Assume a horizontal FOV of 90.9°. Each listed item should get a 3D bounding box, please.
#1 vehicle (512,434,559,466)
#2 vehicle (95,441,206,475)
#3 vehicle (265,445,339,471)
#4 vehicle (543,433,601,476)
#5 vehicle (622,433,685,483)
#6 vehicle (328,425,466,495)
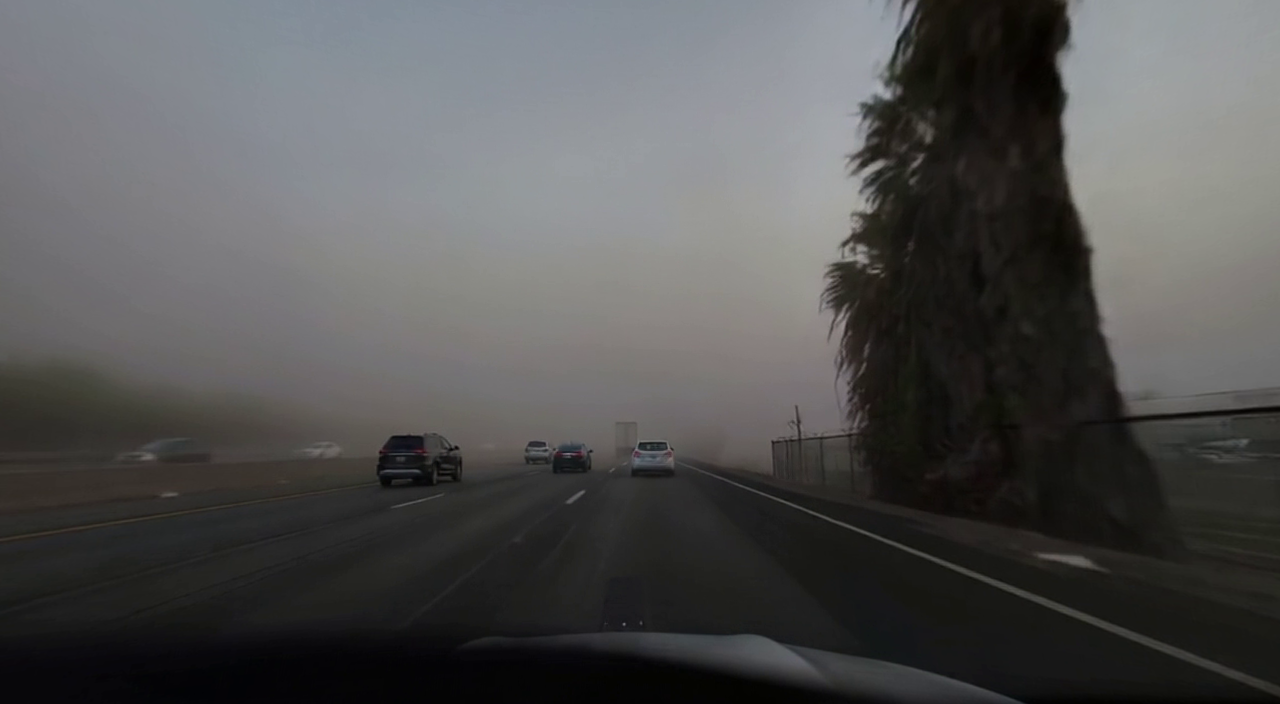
[{"bbox_3d":[-6.837,6.476,41.755,2.085,1.932,4.967,-1,-8,2],"label":"vehicle"},{"bbox_3d":[-23.894,5.150,31.000,1.851,1.503,4.403,0,-8,1],"label":"vehicle"},{"bbox_3d":[-19.987,6.244,37.489,1.916,1.441,4.343,0,-8,1],"label":"vehicle"},{"bbox_3d":[-3.099,4.809,29.870,2.108,1.832,4.549,0,-8,2],"label":"vehicle"},{"bbox_3d":[0.465,3.928,23.709,2.136,1.678,4.052,0,-8,0],"label":"vehicle"},{"bbox_3d":[-6.953,3.151,18.714,2.105,1.790,4.689,0,-8,1],"label":"vehicle"}]
